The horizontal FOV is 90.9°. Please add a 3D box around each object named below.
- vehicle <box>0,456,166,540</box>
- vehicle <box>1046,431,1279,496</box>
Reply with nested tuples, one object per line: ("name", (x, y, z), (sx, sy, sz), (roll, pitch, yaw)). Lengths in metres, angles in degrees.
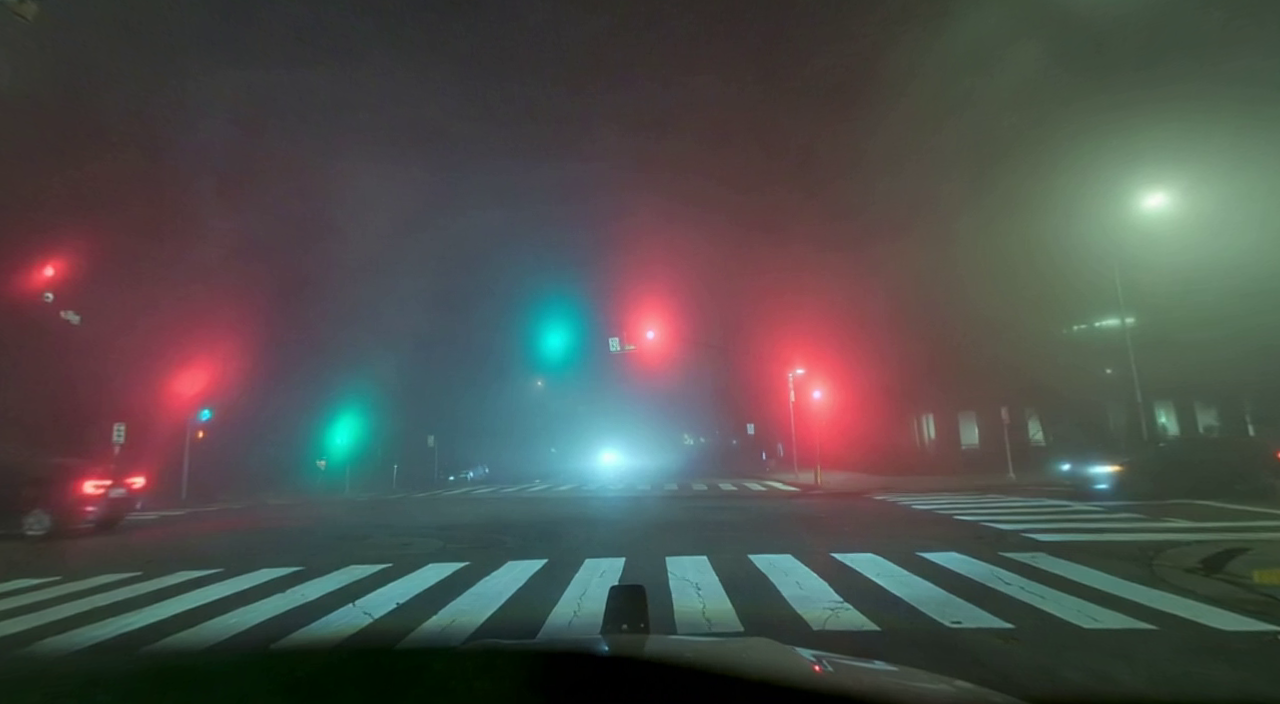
("vehicle", (-13.016, 2.956, 13.047), (4.808, 1.524, 1.967), (0, -8, 1))
("vehicle", (13.239, 2.745, 15.727), (4.847, 1.484, 1.926), (0, -8, 0))
